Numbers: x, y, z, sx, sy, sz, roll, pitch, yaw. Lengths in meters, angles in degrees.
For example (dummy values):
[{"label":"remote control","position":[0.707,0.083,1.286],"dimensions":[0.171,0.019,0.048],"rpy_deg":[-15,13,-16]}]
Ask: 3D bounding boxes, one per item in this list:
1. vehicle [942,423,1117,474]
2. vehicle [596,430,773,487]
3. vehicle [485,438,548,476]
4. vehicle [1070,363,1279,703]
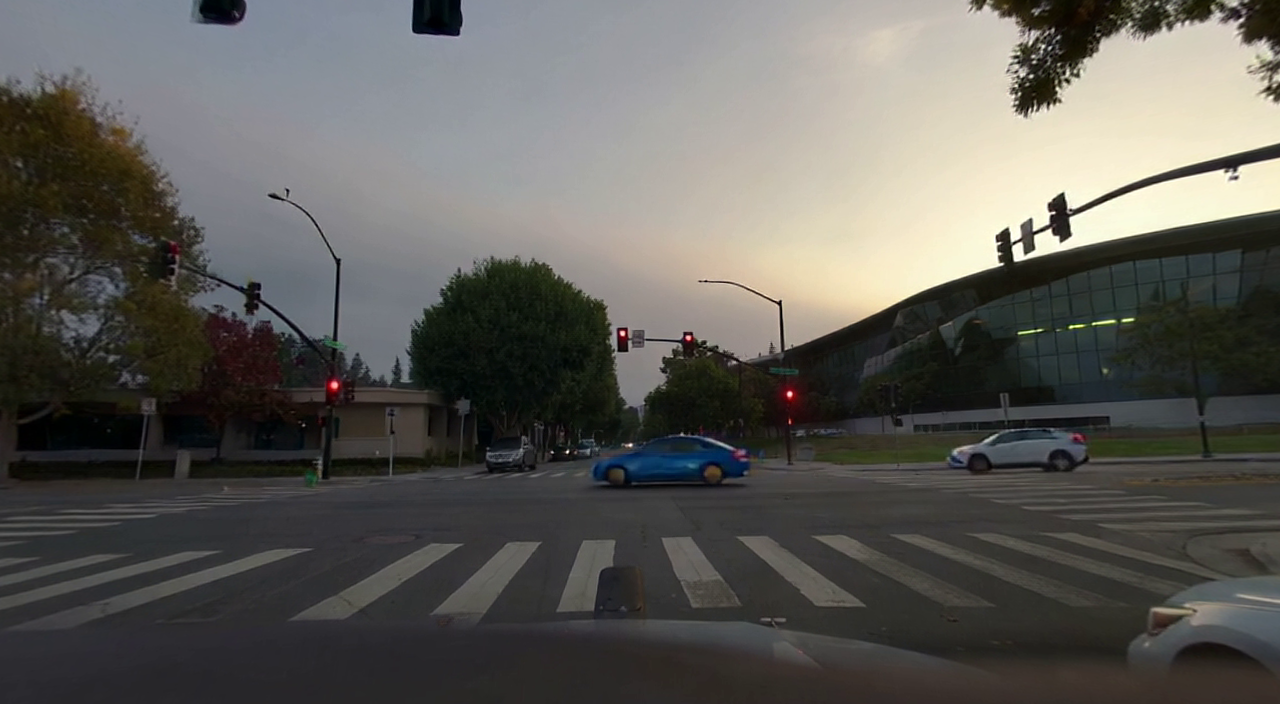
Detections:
[{"label":"vehicle","position":[13.084,3.296,21.416],"dimensions":[4.551,1.625,2.053],"rpy_deg":[-2,-8,10]},{"label":"vehicle","position":[1.160,2.924,17.396],"dimensions":[4.613,1.443,1.883],"rpy_deg":[0,-8,1]},{"label":"vehicle","position":[-5.954,5.100,30.770],"dimensions":[2.115,1.690,4.322],"rpy_deg":[0,-8,1]},{"label":"vehicle","position":[2.892,0.669,0.829],"dimensions":[1.947,1.576,3.825],"rpy_deg":[0,-8,1]}]
